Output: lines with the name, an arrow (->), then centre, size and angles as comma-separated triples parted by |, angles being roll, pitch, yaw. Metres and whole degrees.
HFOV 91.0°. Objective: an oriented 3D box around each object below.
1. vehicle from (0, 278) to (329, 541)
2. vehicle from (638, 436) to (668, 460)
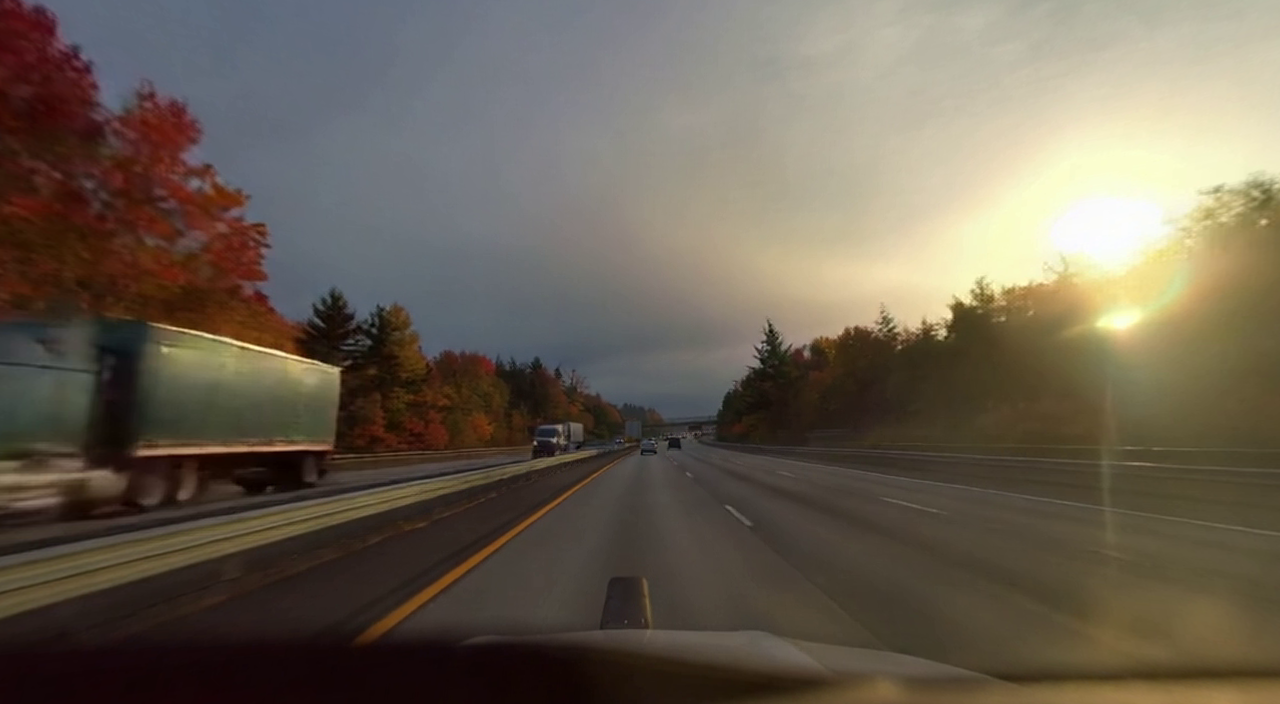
vehicle -> -11.668, 1.502, 14.034 | 2.982, 4.126, 12.745 | 0, -8, 0
vehicle -> 0.845, 6.407, 42.111 | 1.924, 1.498, 3.817 | 0, -8, 1
